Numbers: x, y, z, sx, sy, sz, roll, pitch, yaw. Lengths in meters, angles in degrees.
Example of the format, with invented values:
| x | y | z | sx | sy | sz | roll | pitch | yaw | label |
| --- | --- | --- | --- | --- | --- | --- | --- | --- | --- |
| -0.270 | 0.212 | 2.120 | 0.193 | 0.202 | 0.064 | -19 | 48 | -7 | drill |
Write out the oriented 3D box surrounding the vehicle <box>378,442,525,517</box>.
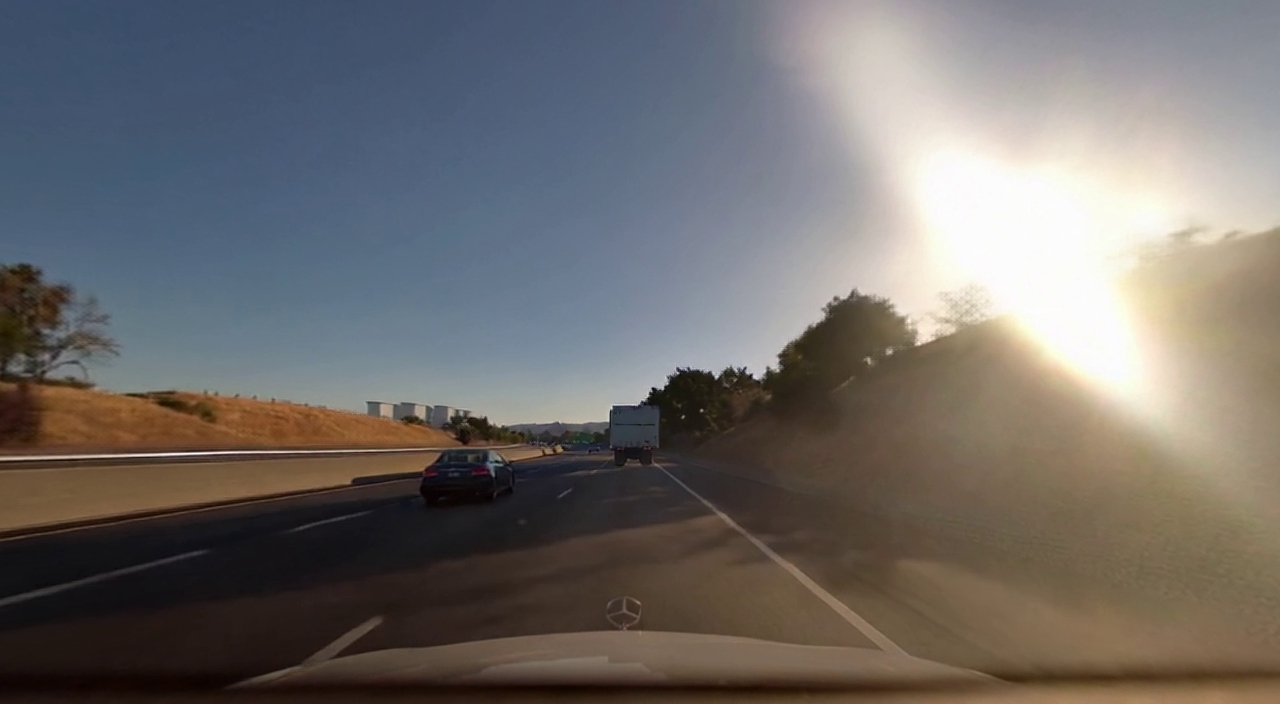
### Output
| x | y | z | sx | sy | sz | roll | pitch | yaw | label |
| --- | --- | --- | --- | --- | --- | --- | --- | --- | --- |
| -4.193 | 2.915 | 15.051 | 1.892 | 1.471 | 5.047 | 0 | -9 | 1 | vehicle |
